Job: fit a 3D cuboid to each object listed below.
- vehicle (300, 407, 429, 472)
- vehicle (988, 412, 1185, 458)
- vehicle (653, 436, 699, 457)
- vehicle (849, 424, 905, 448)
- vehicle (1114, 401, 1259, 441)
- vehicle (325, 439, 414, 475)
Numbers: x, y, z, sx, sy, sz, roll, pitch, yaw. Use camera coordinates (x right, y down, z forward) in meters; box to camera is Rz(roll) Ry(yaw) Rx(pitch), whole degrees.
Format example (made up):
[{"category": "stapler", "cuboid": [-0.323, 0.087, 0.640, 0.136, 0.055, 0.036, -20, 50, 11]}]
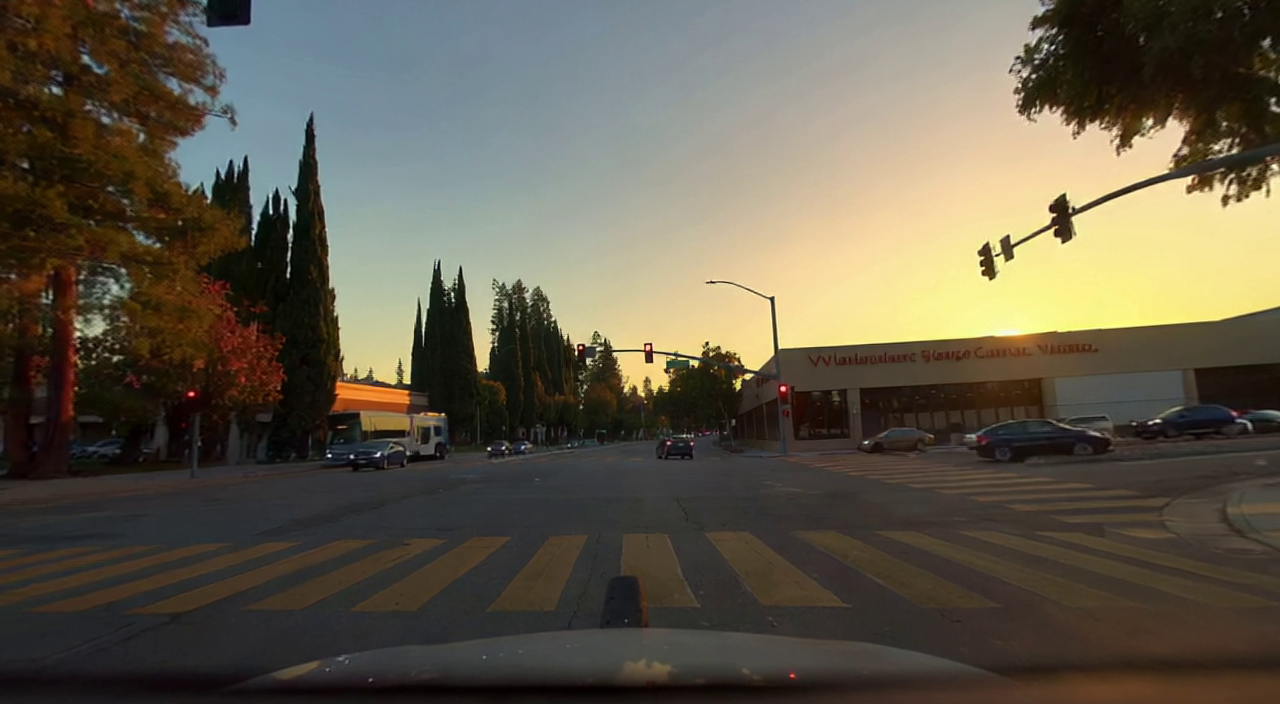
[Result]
[{"category": "vehicle", "cuboid": [-16.695, 5.536, 39.526, 3.161, 3.455, 11.058, 0, -8, 0]}, {"category": "vehicle", "cuboid": [14.427, 2.741, 20.594, 4.994, 1.416, 1.783, 0, -8, 3]}, {"category": "vehicle", "cuboid": [2.534, 6.828, 45.522, 1.884, 1.419, 4.448, 2, -9, -16]}, {"category": "vehicle", "cuboid": [17.360, 6.223, 46.322, 3.329, 1.415, 1.821, -6, -9, 2]}, {"category": "vehicle", "cuboid": [24.402, 3.118, 28.269, 4.566, 1.670, 2.000, 0, -8, -1]}, {"category": "vehicle", "cuboid": [-12.036, 4.681, 28.399, 1.996, 1.489, 4.566, 0, -8, -1]}]
